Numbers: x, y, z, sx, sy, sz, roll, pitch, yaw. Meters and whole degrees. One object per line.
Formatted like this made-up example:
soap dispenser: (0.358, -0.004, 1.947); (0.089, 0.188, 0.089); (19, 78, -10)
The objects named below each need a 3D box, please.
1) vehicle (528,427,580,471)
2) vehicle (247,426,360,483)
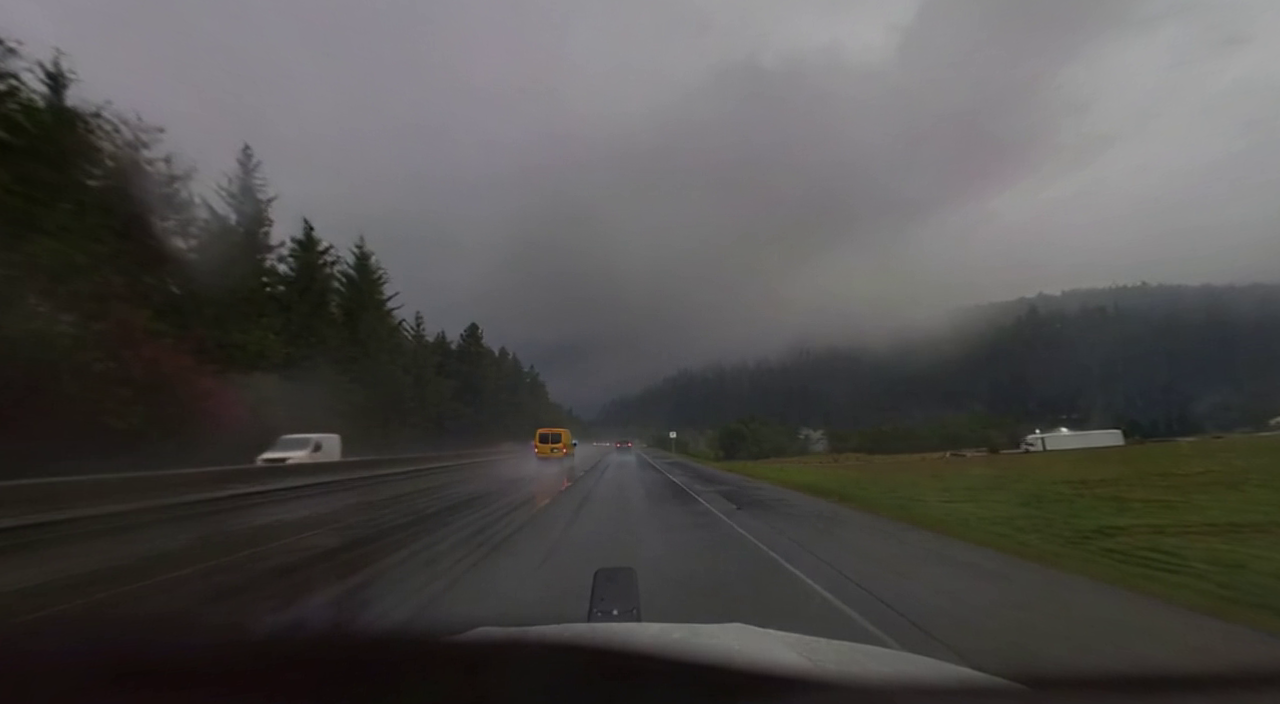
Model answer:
vehicle: (-4.268, 4.882, 32.011); (1.976, 2.029, 4.737); (-1, -8, 0)
vehicle: (-17.763, 5.418, 33.714); (2.603, 2.676, 6.179); (-1, -8, 0)
